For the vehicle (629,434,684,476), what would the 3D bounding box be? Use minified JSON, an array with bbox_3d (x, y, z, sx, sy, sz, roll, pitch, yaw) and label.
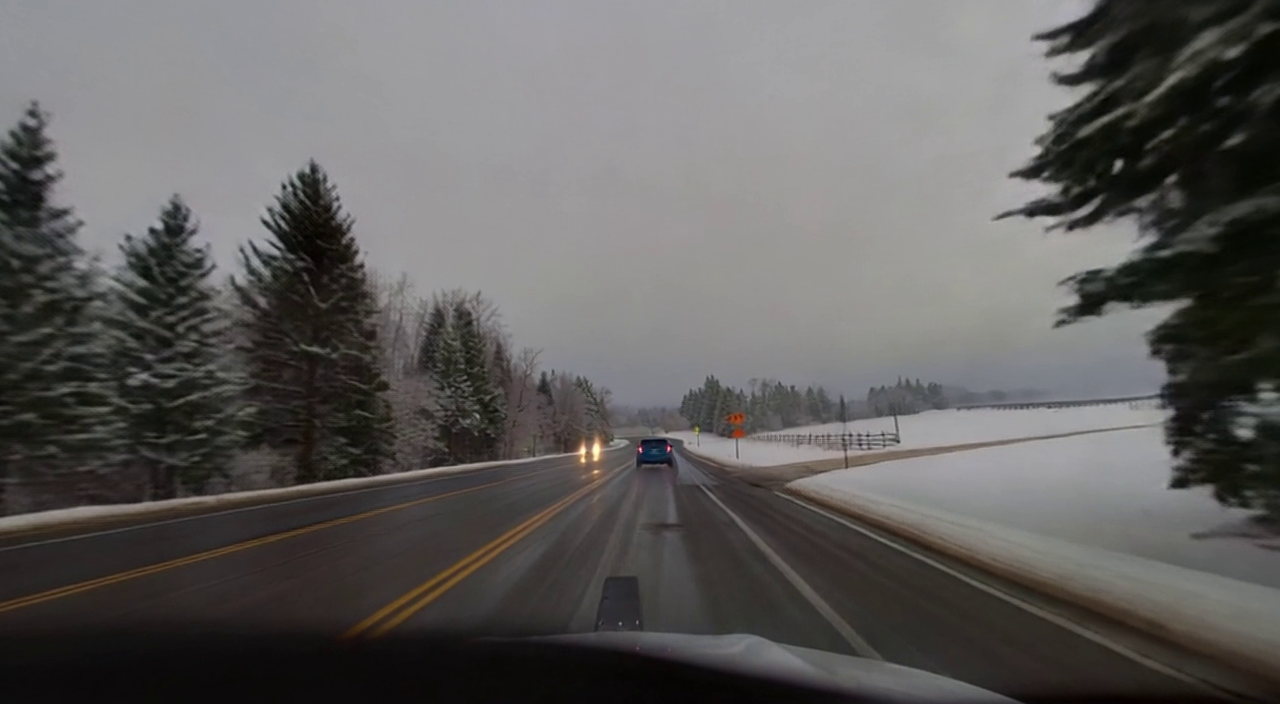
[{"bbox_3d":[0.737,4.622,28.585,2.294,1.708,4.110,0,-8,2],"label":"vehicle"}]
